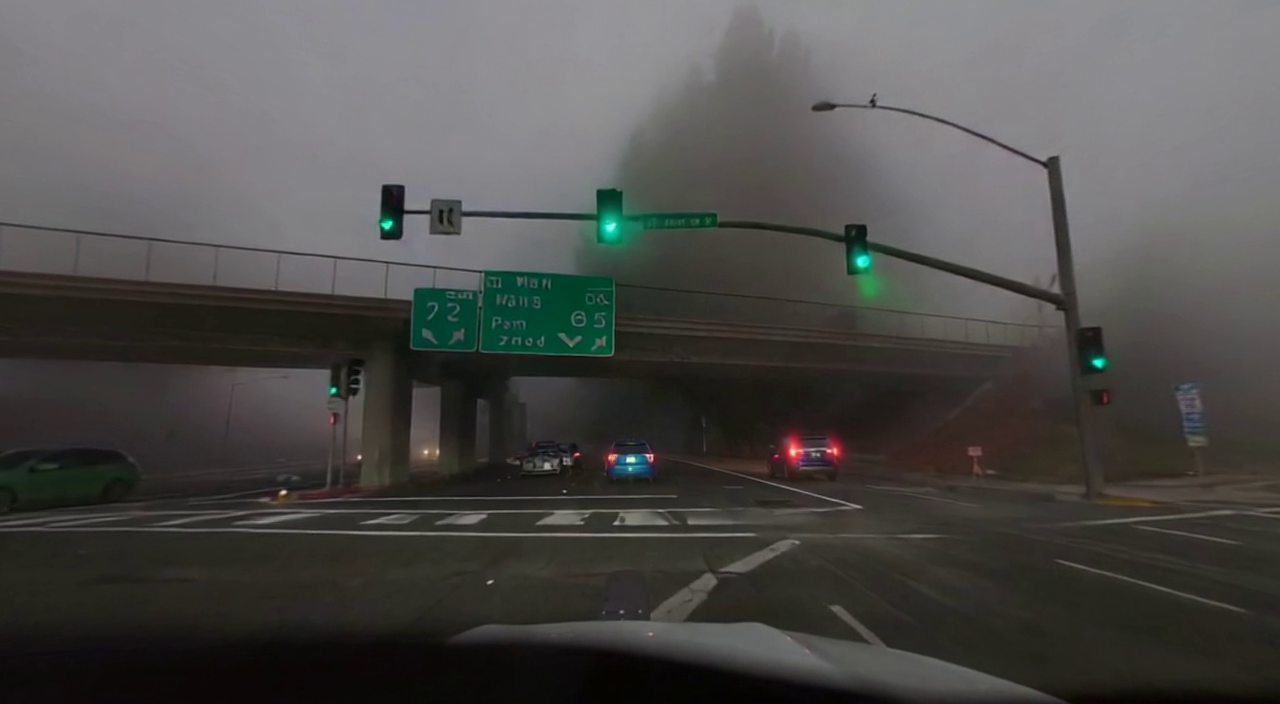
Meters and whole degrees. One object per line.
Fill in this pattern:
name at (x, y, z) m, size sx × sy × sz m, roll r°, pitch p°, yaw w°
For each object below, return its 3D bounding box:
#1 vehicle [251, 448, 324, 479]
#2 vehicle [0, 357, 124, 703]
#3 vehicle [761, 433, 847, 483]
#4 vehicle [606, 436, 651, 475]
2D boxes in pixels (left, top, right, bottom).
vehicle at (-18.407, 5.800, 33.236) m, size 1.803 × 1.504 × 4.708 m, roll 1°, pitch -8°, yaw -9°
vehicle at (-3.104, 0.564, 0.288) m, size 1.880 × 1.617 × 4.565 m, roll 0°, pitch -8°, yaw 0°
vehicle at (6.358, 4.156, 25.099) m, size 2.074 × 1.785 × 4.320 m, roll 0°, pitch -8°, yaw -3°
vehicle at (-0.529, 5.111, 31.353) m, size 2.060 × 1.768 × 4.681 m, roll 0°, pitch -8°, yaw 0°
